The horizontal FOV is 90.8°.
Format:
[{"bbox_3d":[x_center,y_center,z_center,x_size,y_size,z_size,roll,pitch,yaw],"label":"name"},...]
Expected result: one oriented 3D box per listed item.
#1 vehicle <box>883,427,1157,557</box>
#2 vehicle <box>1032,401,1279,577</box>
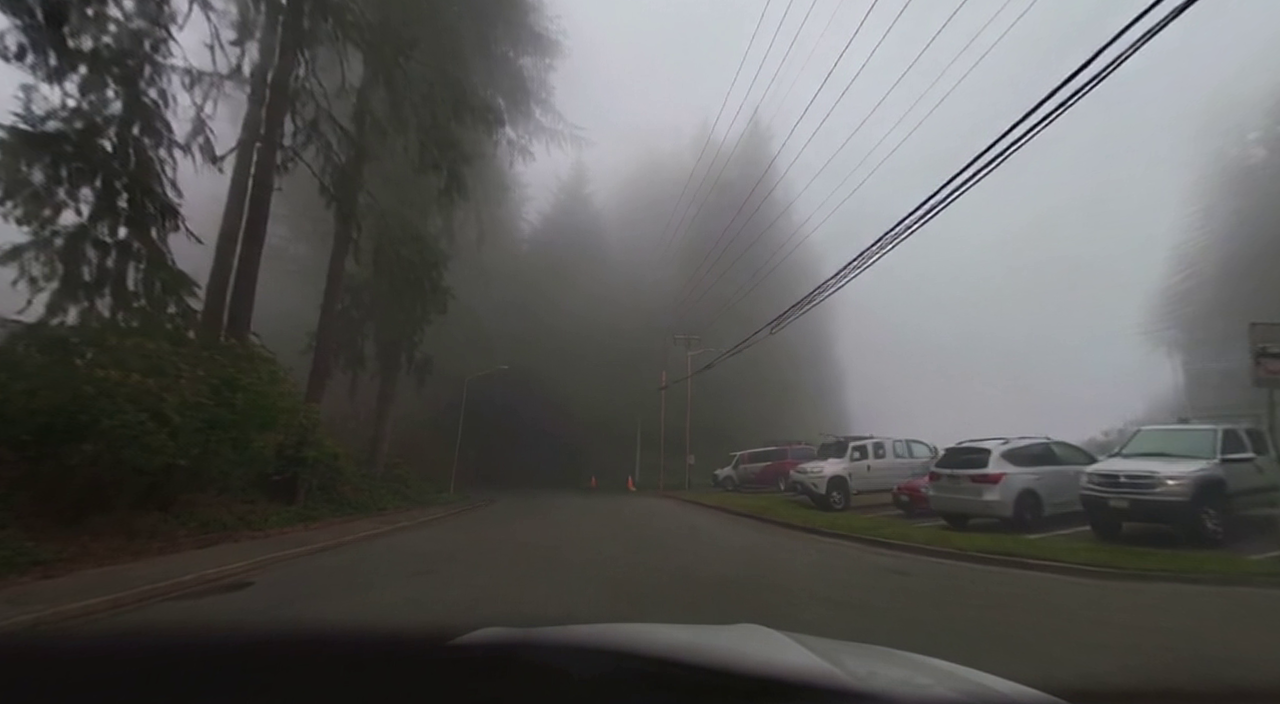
[{"bbox_3d":[6.942,2.359,11.559,4.444,1.902,2.099,3,-7,-26],"label":"vehicle"},{"bbox_3d":[8.226,1.842,9.065,4.780,1.984,1.896,4,-10,-23],"label":"vehicle"}]
